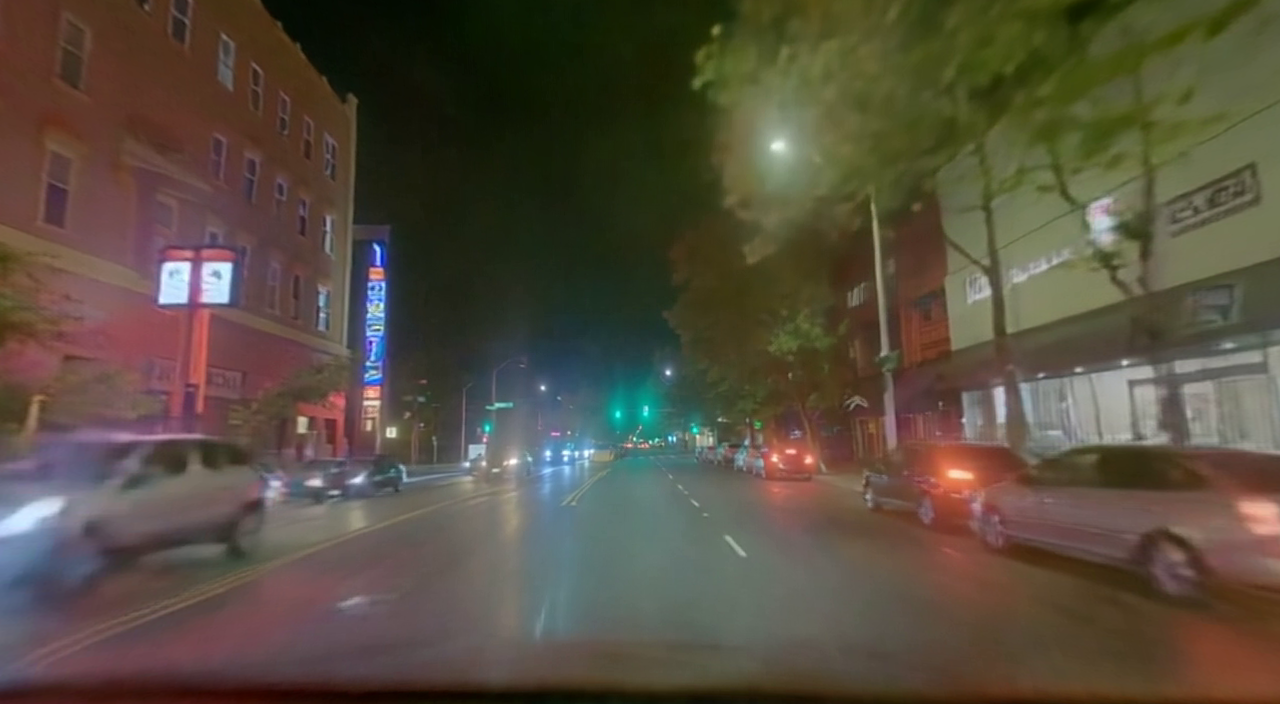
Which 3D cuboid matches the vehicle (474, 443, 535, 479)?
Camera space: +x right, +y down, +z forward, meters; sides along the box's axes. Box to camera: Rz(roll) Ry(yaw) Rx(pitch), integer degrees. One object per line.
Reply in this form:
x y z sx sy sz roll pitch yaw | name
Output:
-6.178 5.003 29.320 1.898 1.532 4.337 0 -8 0 | vehicle

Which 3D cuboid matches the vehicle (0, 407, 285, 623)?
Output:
-6.332 1.630 7.100 2.095 1.759 4.413 0 -8 0 | vehicle

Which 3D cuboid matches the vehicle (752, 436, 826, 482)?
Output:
6.056 4.402 26.249 2.047 1.720 4.353 0 -8 0 | vehicle

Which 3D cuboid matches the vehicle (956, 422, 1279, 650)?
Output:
5.580 1.676 6.914 1.899 1.642 4.463 0 -8 0 | vehicle

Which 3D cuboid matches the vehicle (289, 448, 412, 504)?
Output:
-9.056 3.868 20.204 1.937 1.548 4.179 0 -8 0 | vehicle

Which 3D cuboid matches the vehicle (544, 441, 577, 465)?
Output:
-6.210 7.981 49.971 2.020 1.754 4.442 0 -8 0 | vehicle
